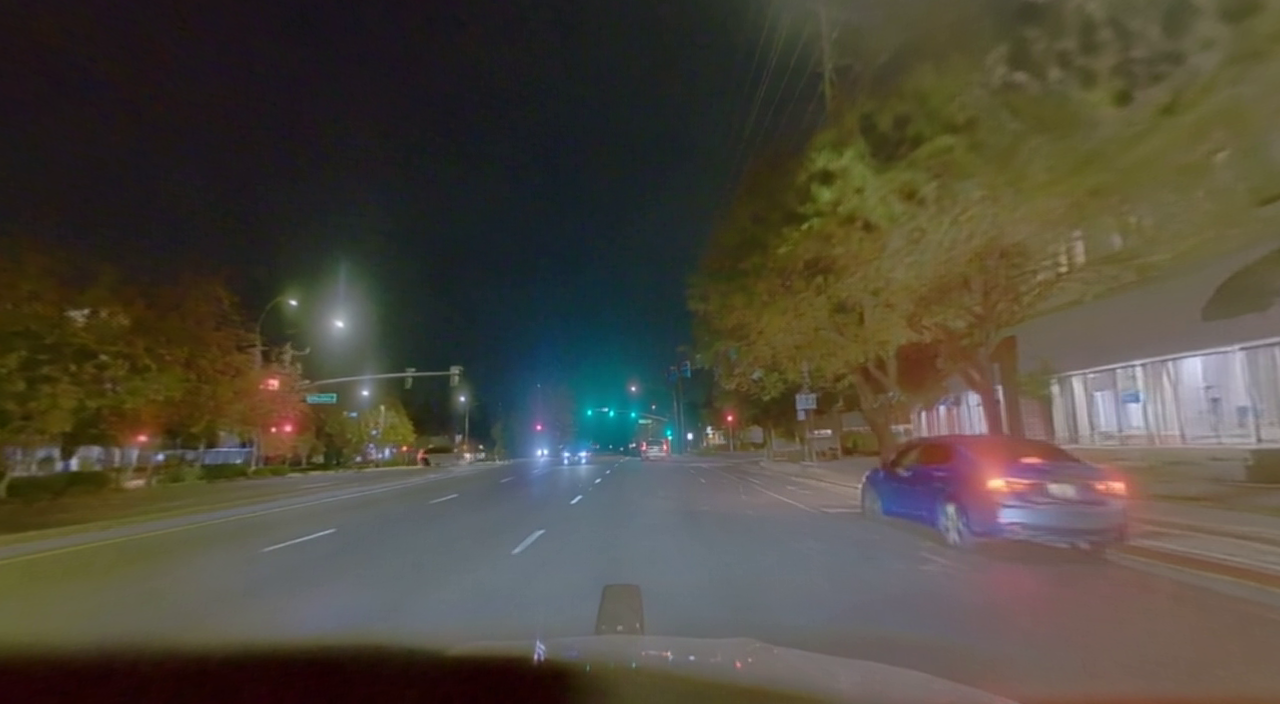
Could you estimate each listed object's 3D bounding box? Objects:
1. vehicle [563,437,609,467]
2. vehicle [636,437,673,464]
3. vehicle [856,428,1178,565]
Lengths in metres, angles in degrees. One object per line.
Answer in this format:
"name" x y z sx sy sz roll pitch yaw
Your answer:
"vehicle" -2.858 5.425 34.382 2.032 1.467 4.411 0 -8 2
"vehicle" 0.832 5.781 37.151 2.059 1.456 4.047 0 -8 1
"vehicle" 4.814 1.871 8.948 1.942 1.469 4.049 0 -9 -2
